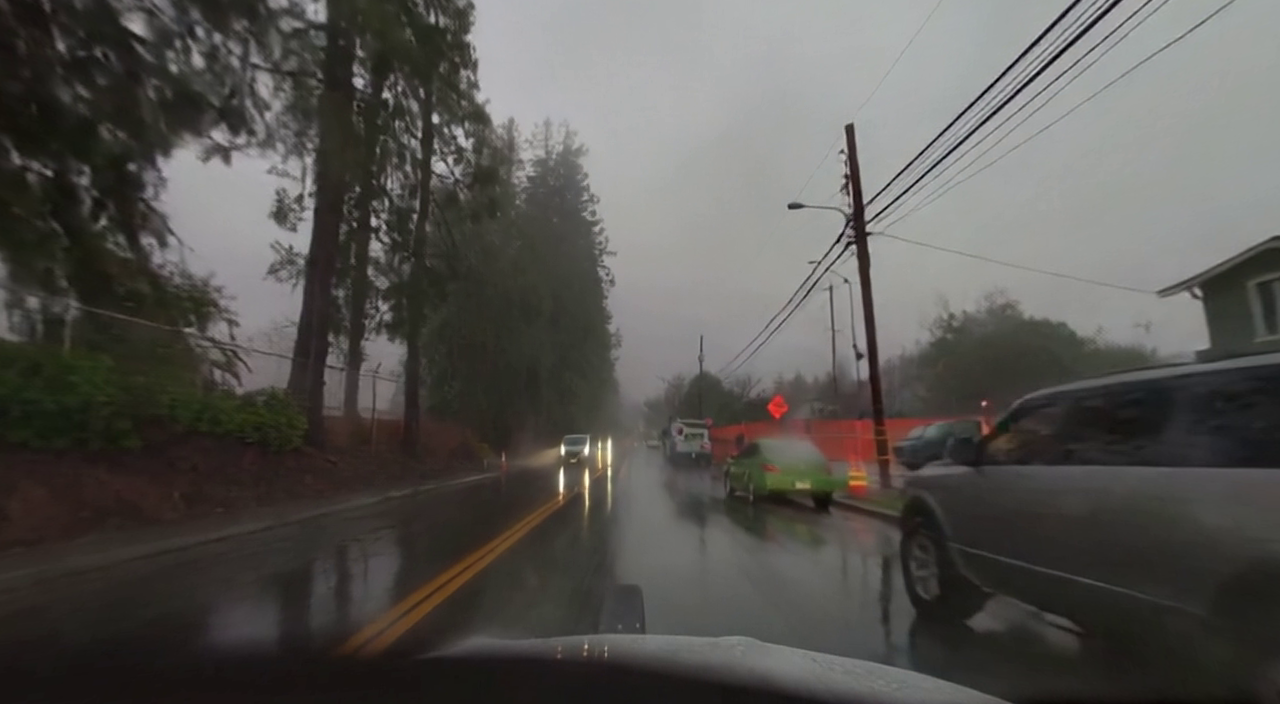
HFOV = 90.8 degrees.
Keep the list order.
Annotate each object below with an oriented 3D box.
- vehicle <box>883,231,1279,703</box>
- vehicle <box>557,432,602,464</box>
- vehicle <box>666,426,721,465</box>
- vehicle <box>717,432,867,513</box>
[{"bbox_3d":[3.251,0.723,2.927,2.293,1.957,4.934,0,-9,0],"label":"vehicle"},{"bbox_3d":[-3.927,6.368,41.794,2.358,1.921,5.675,0,-9,0],"label":"vehicle"},{"bbox_3d":[3.047,5.623,37.811,2.759,2.114,6.152,0,-9,0],"label":"vehicle"},{"bbox_3d":[3.134,2.619,14.223,2.006,1.482,4.722,0,-9,-3],"label":"vehicle"}]
